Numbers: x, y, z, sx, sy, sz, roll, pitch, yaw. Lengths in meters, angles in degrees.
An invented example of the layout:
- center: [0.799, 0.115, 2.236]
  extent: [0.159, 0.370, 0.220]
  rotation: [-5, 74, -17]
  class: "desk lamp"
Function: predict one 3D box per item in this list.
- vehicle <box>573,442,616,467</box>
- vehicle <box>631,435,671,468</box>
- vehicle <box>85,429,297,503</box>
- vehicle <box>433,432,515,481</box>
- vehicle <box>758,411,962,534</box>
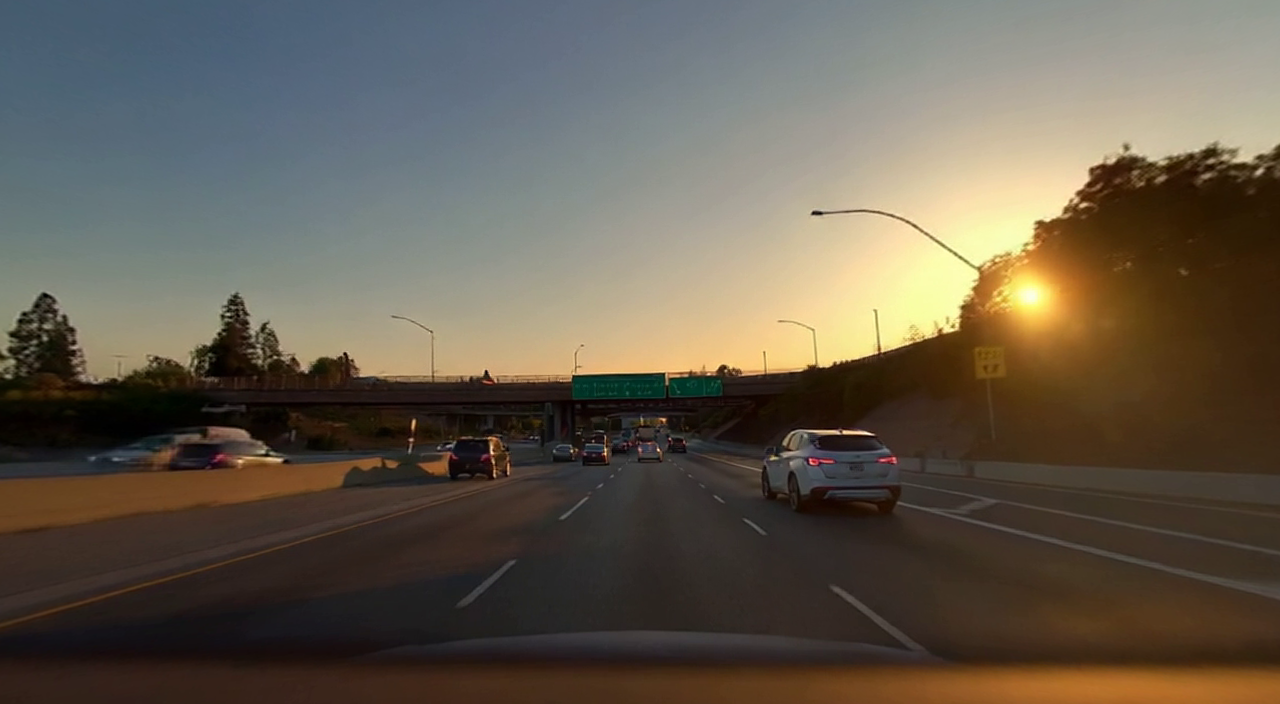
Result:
- center: [-2.680, 6.177, 38.103]
  extent: [2.205, 1.406, 4.286]
  rotation: [0, -8, 1]
  class: "vehicle"
- center: [0.662, 5.589, 35.594]
  extent: [2.133, 1.739, 3.925]
  rotation: [0, -8, 2]
  class: "vehicle"
- center: [-11.890, 3.038, 17.323]
  extent: [2.076, 1.701, 5.093]
  rotation: [0, -8, 0]
  class: "vehicle"
- center: [-6.220, 3.968, 24.163]
  extent: [1.946, 1.688, 4.019]
  rotation: [0, -8, 1]
  class: "vehicle"
- center: [3.708, 2.129, 11.737]
  extent: [2.083, 1.823, 4.627]
  rotation: [0, -8, 0]
  class: "vehicle"
